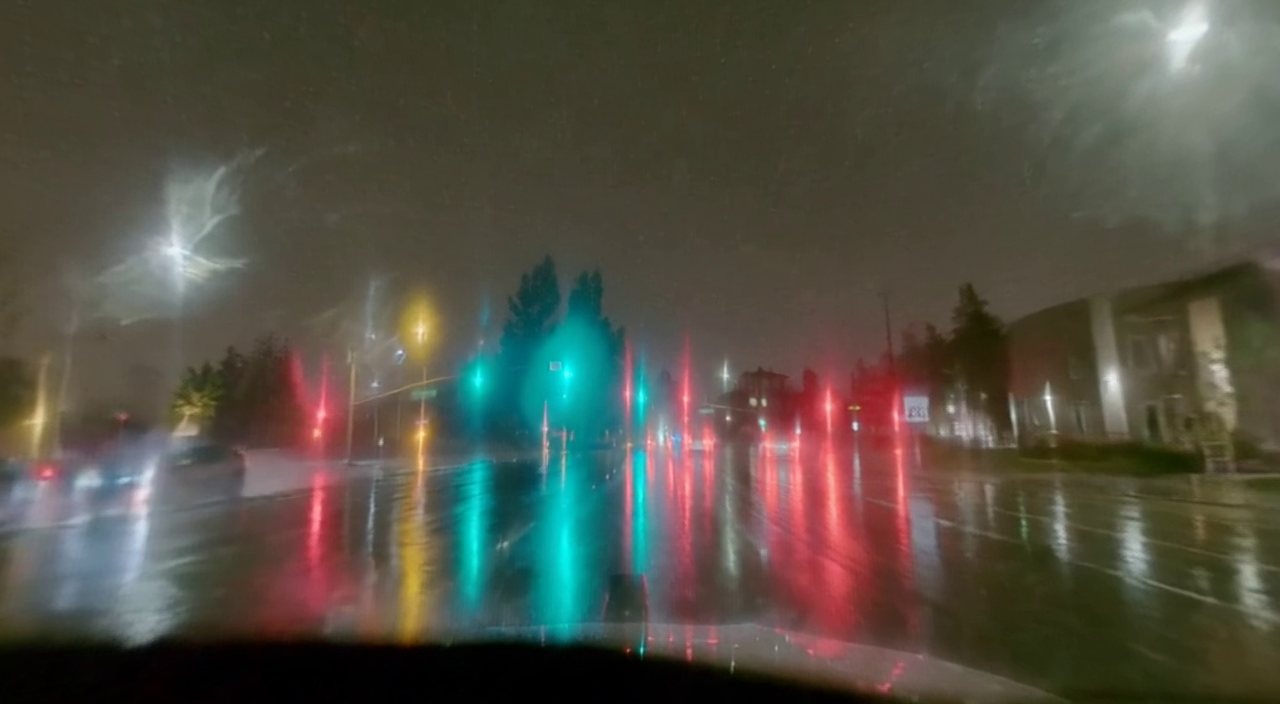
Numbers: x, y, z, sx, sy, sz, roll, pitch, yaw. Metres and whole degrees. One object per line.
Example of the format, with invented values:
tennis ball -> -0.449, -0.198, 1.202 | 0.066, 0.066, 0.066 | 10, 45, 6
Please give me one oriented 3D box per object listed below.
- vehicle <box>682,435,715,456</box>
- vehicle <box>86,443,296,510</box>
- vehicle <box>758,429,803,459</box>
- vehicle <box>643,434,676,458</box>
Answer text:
vehicle -> 4.204, 6.785, 45.675 | 1.994, 1.436, 4.169 | 0, -8, 0
vehicle -> -11.229, 3.115, 16.324 | 1.943, 1.463, 4.707 | 0, -8, 1
vehicle -> 9.545, 6.289, 43.183 | 2.132, 1.892, 4.851 | -1, -8, 3
vehicle -> 1.328, 6.375, 42.822 | 2.099, 1.516, 4.681 | 0, -8, 2
